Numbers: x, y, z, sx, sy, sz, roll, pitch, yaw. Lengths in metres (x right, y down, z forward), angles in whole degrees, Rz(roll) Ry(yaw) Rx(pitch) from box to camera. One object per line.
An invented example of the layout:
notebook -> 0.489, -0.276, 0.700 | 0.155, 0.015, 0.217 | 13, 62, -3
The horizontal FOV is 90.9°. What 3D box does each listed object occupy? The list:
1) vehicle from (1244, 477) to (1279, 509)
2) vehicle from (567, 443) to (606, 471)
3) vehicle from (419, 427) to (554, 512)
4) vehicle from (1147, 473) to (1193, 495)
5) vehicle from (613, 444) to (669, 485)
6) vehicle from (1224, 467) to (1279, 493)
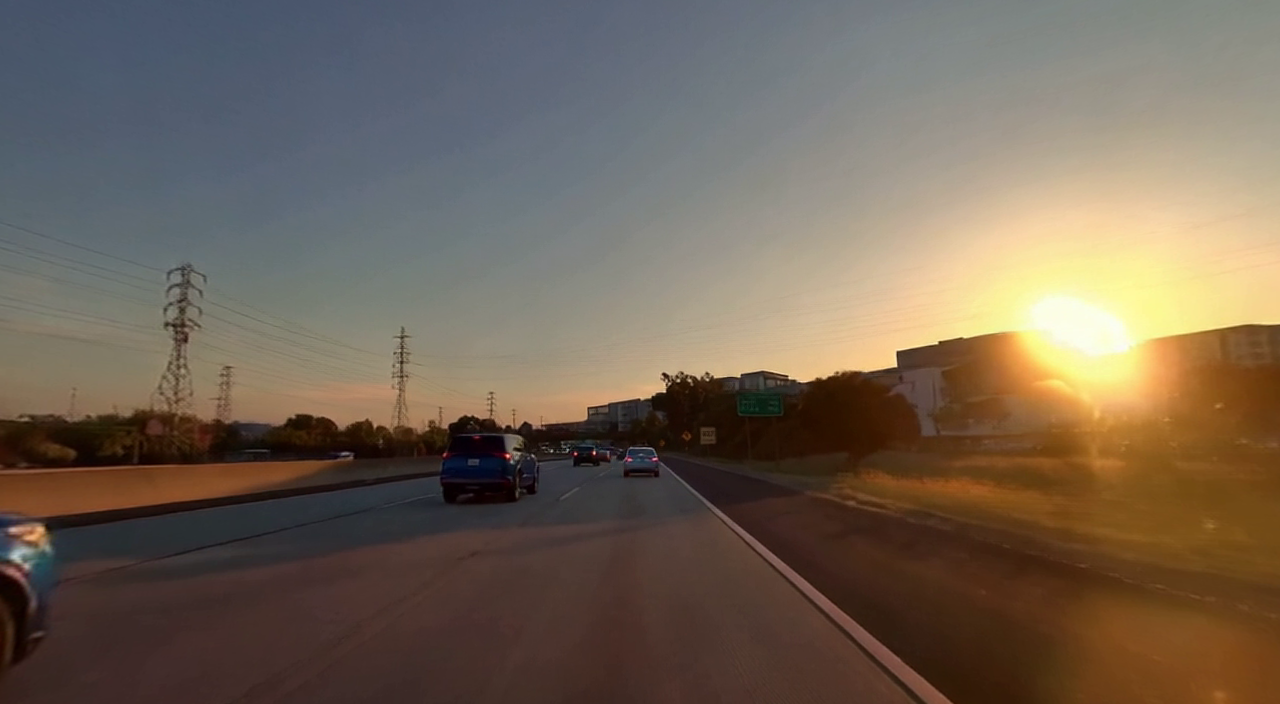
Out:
vehicle -> 36.637, 8.135, 36.536 | 1.844, 1.467, 4.653 | -7, -11, 38
vehicle -> -3.439, 6.785, 41.014 | 1.993, 1.717, 4.321 | -1, -8, 2
vehicle -> -3.603, 2.861, 15.863 | 2.133, 1.789, 4.518 | -1, -8, 2
vehicle -> 39.783, 9.851, 47.283 | 4.203, 1.418, 1.942 | 8, -12, -42
vehicle -> 0.020, 4.376, 24.866 | 2.047, 1.473, 3.978 | 0, -8, 0
vehicle -> 47.684, 9.906, 48.934 | 4.590, 1.756, 2.059 | 5, -10, -30
